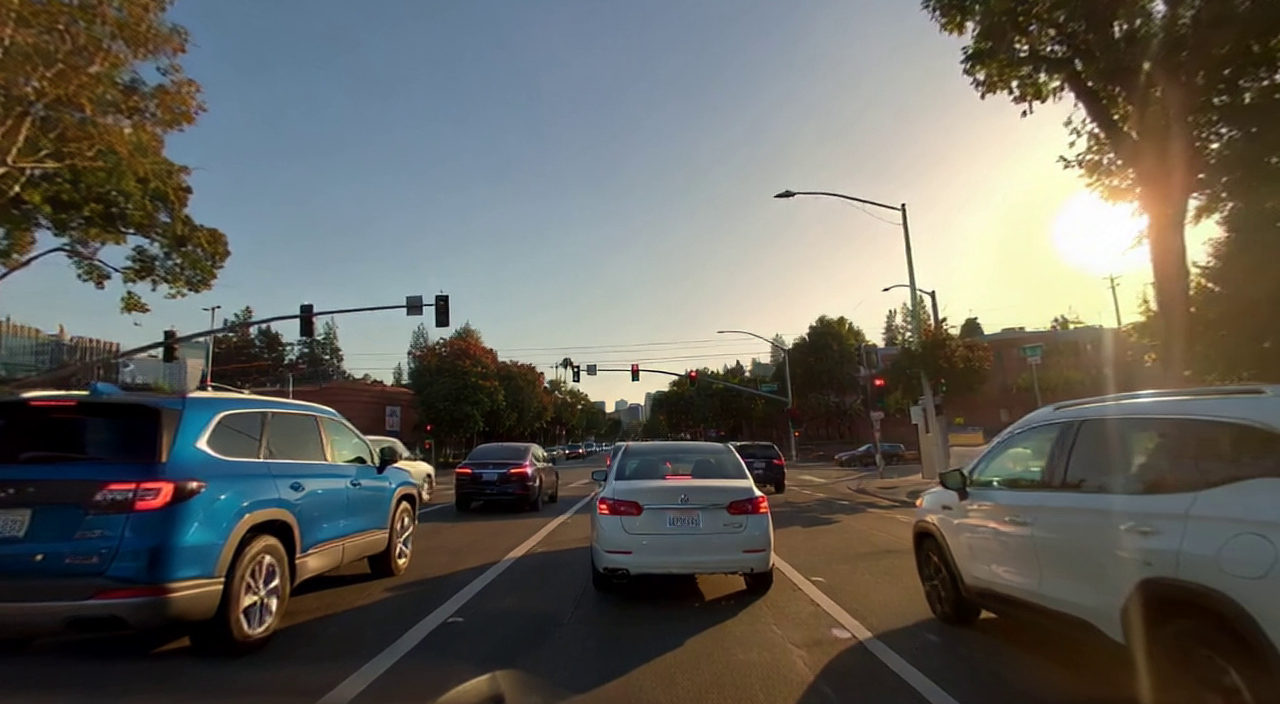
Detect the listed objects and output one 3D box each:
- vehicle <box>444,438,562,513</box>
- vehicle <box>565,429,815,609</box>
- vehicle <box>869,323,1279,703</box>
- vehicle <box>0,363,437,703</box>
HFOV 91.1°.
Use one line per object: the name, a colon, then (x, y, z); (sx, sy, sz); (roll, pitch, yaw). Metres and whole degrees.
vehicle: (-3.077, 2.851, 15.024); (1.868, 1.516, 4.114); (0, -8, 1)
vehicle: (0.398, 1.673, 7.206); (2.051, 1.460, 3.932); (0, -8, 0)
vehicle: (3.072, 1.001, 3.522); (1.880, 1.747, 4.500); (0, -8, 0)
vehicle: (-3.447, 1.252, 5.419); (1.889, 1.767, 4.289); (0, -8, 1)
